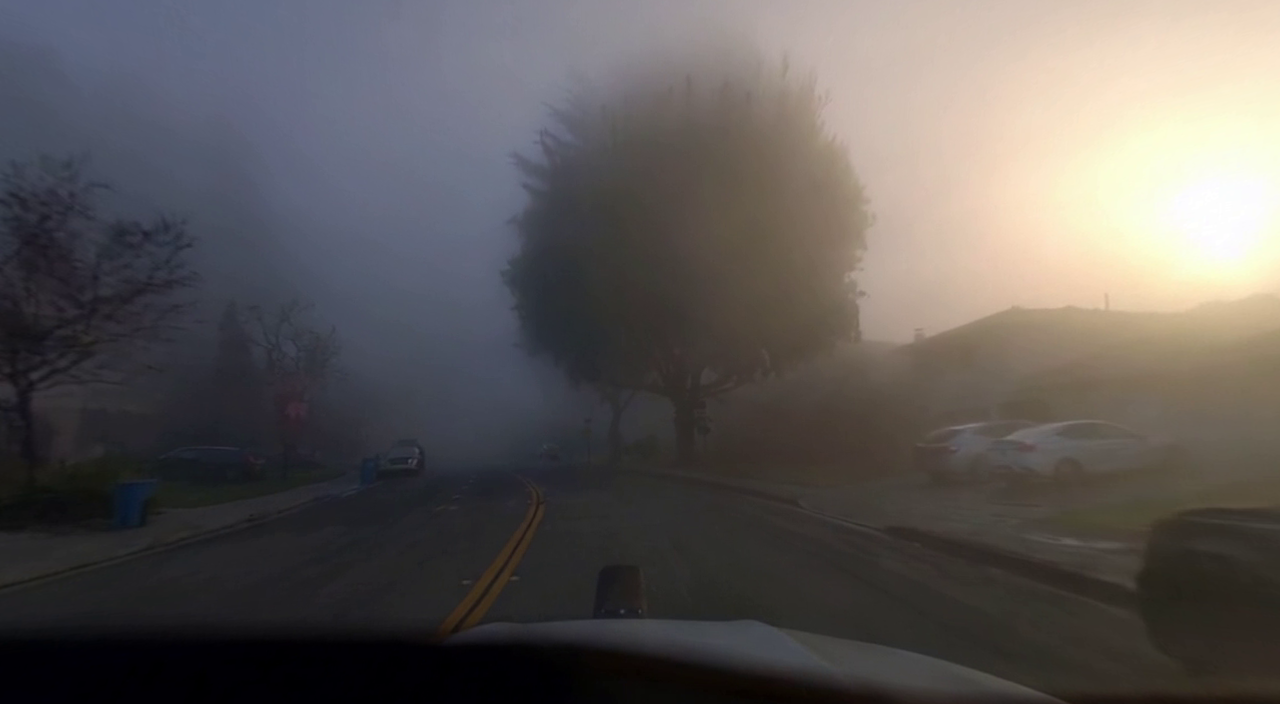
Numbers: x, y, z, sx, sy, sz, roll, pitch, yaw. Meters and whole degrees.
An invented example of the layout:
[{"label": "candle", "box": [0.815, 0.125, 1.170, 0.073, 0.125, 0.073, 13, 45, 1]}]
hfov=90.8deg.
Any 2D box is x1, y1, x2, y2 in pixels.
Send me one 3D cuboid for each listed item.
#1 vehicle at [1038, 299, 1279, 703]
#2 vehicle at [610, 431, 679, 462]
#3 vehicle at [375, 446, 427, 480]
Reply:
[{"label": "vehicle", "box": [3.797, 0.642, 1.698, 2.214, 1.962, 4.733, 0, -8, -2]}, {"label": "vehicle", "box": [0.331, 7.215, 48.399, 5.011, 1.782, 2.115, -5, -6, 0]}, {"label": "vehicle", "box": [-11.455, 5.312, 30.552, 1.902, 1.434, 4.313, 1, -8, -15]}]
